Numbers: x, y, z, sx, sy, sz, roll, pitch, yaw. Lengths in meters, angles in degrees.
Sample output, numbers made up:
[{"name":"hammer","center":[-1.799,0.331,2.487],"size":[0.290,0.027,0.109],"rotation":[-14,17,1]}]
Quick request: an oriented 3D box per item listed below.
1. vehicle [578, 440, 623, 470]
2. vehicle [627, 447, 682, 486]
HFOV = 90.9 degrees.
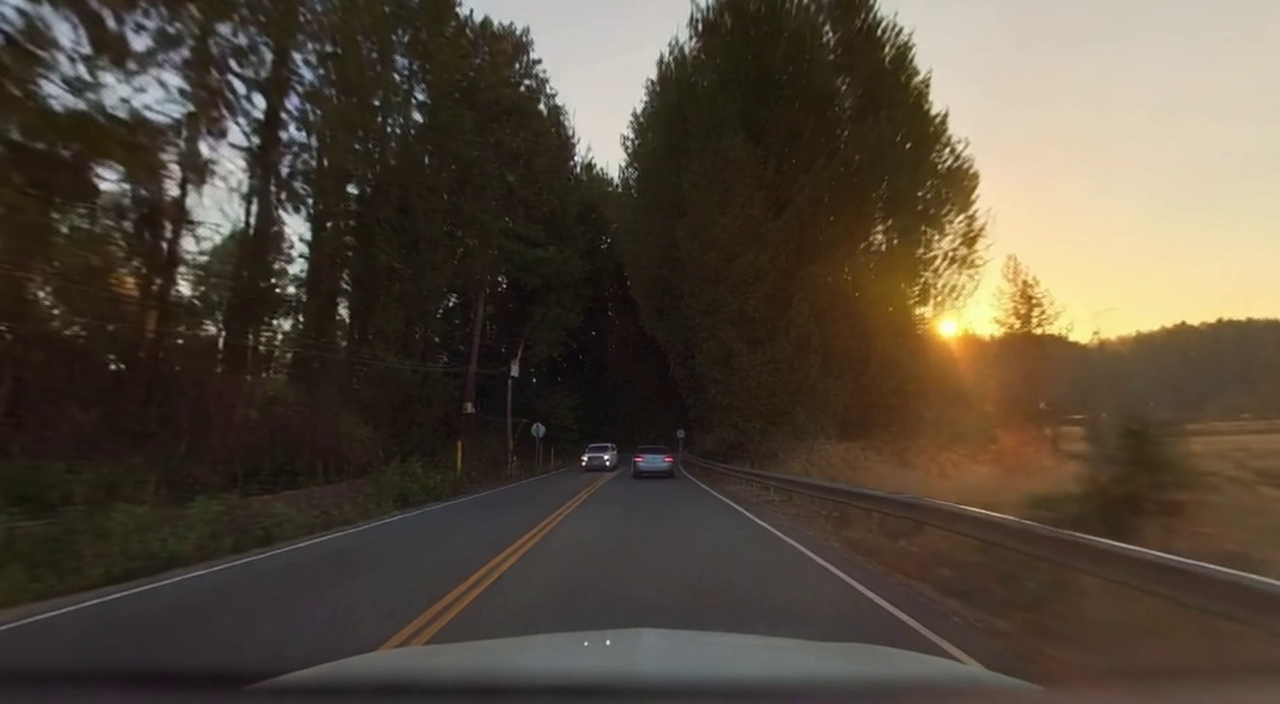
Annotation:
[{"name":"vehicle","center":[-2.675,7.112,43.715],"size":[2.477,1.958,4.753],"rotation":[-1,-8,4]},{"name":"vehicle","center":[0.659,5.085,28.423],"size":[2.274,1.583,4.349],"rotation":[0,-8,1]}]
